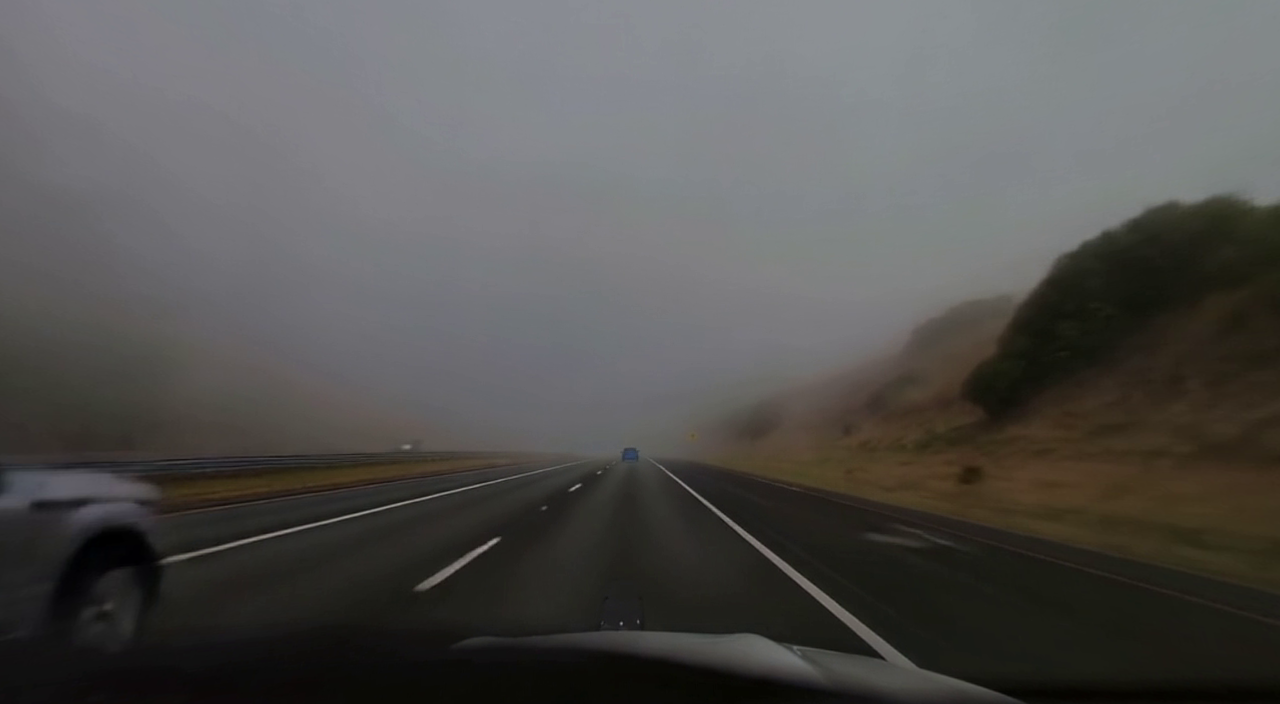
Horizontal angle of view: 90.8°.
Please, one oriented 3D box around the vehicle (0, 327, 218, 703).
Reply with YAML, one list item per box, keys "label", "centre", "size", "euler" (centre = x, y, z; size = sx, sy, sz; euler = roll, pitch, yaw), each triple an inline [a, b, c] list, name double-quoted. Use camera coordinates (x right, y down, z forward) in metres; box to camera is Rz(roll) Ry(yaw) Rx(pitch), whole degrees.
- label: "vehicle"
  centre: [-3.754, 0.642, 1.585]
  size: [1.942, 1.828, 4.868]
  euler: [0, -9, 1]
